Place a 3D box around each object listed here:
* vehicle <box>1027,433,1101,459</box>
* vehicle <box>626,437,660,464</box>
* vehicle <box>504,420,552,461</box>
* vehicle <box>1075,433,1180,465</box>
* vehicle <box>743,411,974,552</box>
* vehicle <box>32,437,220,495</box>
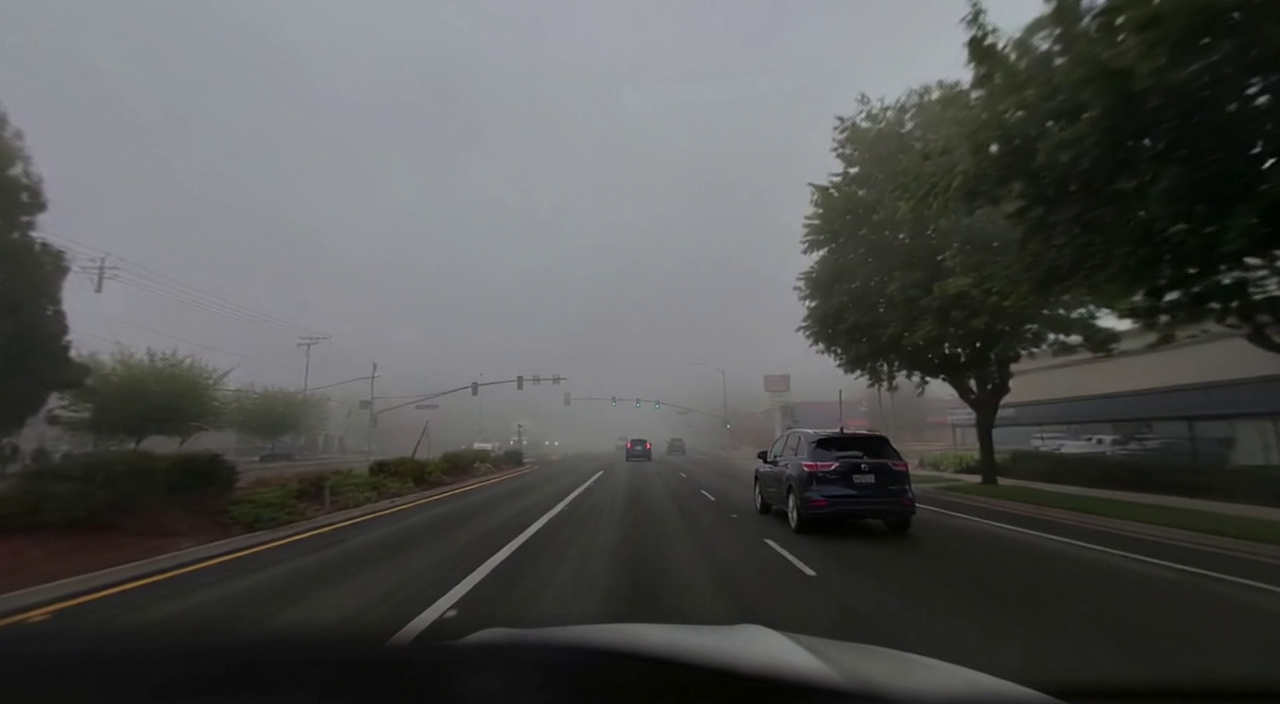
[{"bbox_3d":[31.329,6.993,46.856,1.980,1.792,4.850,0,-8,-1],"label":"vehicle"},{"bbox_3d":[0.129,6.040,38.848,2.023,1.532,3.891,0,-8,-1],"label":"vehicle"},{"bbox_3d":[-7.505,6.001,42.817,2.334,2.525,5.893,0,-8,-2],"label":"vehicle"},{"bbox_3d":[25.609,5.117,33.421,1.924,1.595,4.372,0,-8,-2],"label":"vehicle"},{"bbox_3d":[3.004,1.884,9.896,1.969,1.682,4.387,0,-8,-1],"label":"vehicle"},{"bbox_3d":[-15.027,3.333,18.885,1.849,1.477,4.513,0,-8,-1],"label":"vehicle"}]
